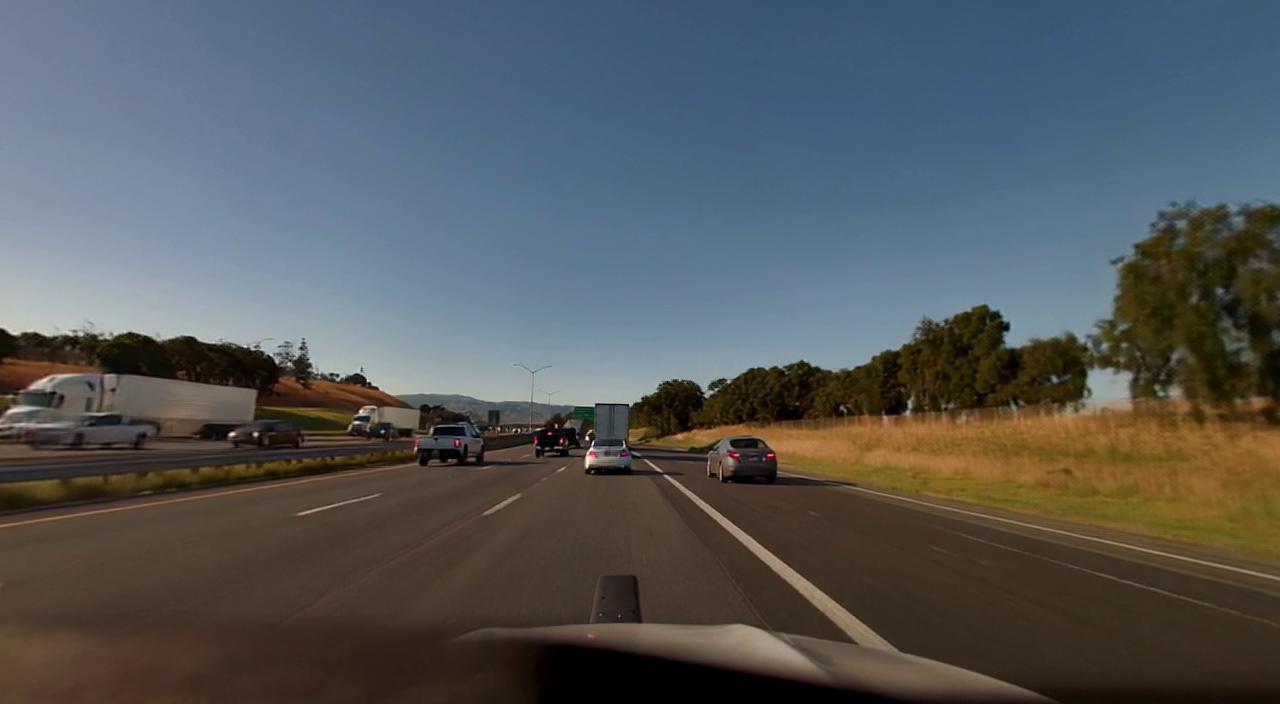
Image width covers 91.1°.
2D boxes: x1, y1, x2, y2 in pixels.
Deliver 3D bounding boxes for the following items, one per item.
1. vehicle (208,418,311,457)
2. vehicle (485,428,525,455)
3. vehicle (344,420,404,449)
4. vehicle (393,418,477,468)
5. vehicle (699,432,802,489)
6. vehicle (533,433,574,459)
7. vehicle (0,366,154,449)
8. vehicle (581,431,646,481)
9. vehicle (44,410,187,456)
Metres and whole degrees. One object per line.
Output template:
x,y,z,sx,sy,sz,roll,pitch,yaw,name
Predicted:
-15.830,3.584,26.411,1.903,1.506,3.980,0,-8,-2,vehicle
-9.482,6.308,44.468,1.992,1.838,4.493,0,-8,-2,vehicle
-16.197,5.068,38.502,1.993,1.617,4.277,0,-8,-3,vehicle
-8.719,3.906,27.194,2.158,1.943,4.662,0,-8,-2,vehicle
3.135,3.159,18.830,1.981,1.474,4.396,0,-8,-4,vehicle
-5.275,5.781,38.759,2.046,1.493,4.384,0,-8,-2,vehicle
-28.410,2.944,32.006,2.908,3.868,5.411,0,-8,-3,vehicle
-0.882,3.398,20.890,1.980,1.478,3.758,0,-8,-2,vehicle
-19.496,3.063,23.648,1.831,1.575,4.218,0,-8,-3,vehicle
